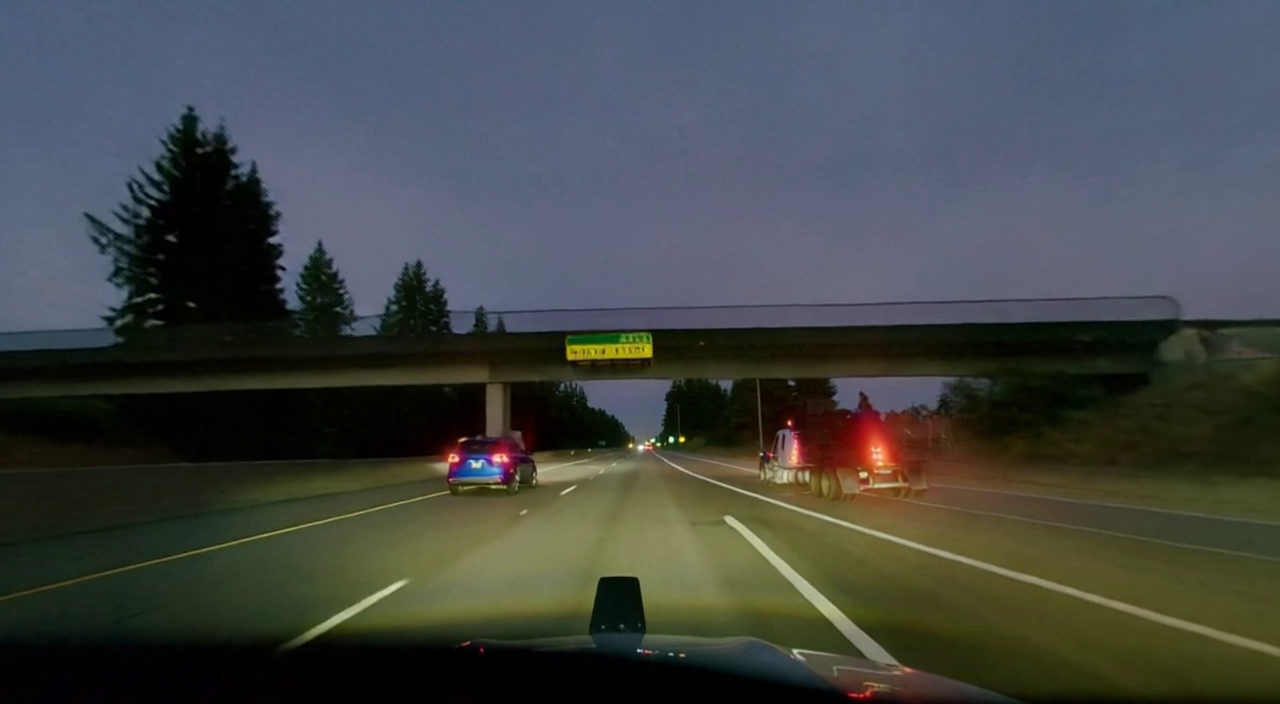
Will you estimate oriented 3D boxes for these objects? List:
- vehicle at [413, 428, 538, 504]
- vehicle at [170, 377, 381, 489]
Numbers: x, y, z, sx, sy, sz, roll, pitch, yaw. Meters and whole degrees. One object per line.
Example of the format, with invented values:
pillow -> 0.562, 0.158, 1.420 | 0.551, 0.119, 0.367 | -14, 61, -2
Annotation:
vehicle -> -4.212, 2.999, 17.038 | 2.084, 1.752, 4.479 | -1, -8, 1
vehicle -> -13.906, 3.318, 25.408 | 2.890, 3.689, 9.038 | -1, -8, 1
